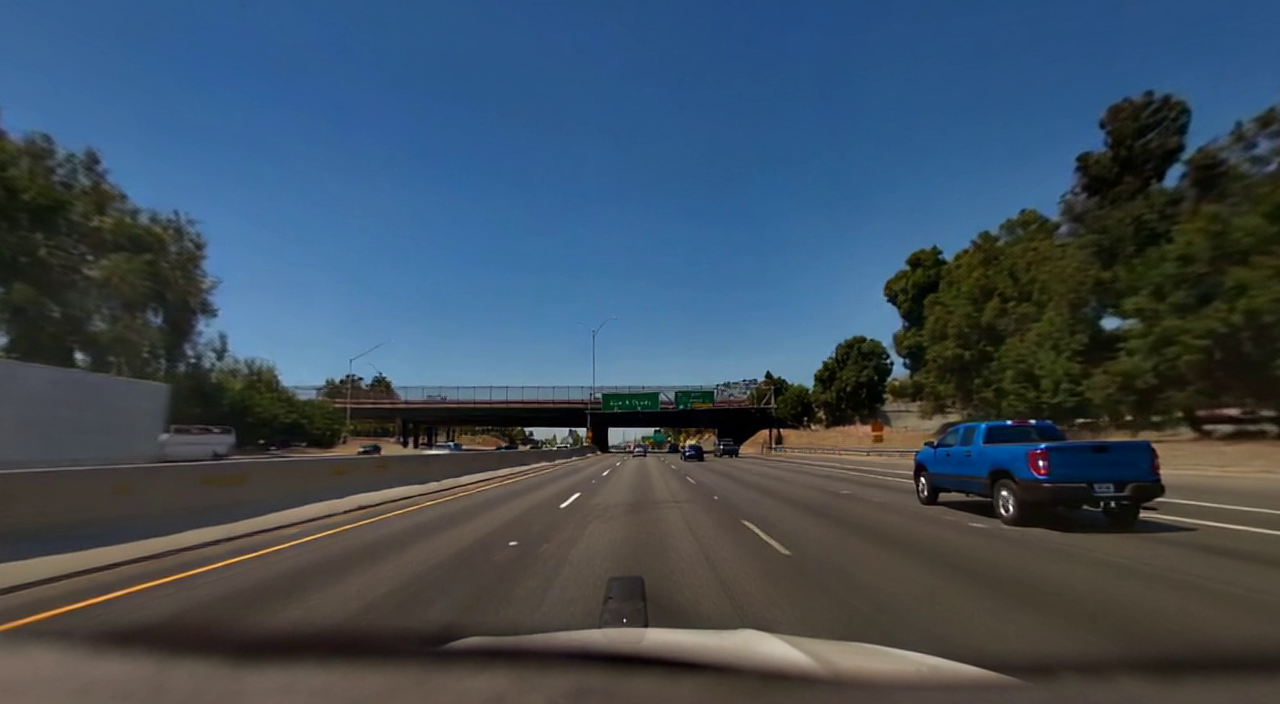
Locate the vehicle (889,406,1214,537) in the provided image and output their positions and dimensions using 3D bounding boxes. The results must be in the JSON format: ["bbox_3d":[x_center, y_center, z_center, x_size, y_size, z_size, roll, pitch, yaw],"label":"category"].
[{"bbox_3d":[7.047,2.127,12.008,2.182,1.852,5.926,0,-8,0],"label":"vehicle"}]

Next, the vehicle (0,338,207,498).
[{"bbox_3d":[-18.066,1.763,16.685,3.056,4.112,14.213,0,-8,0],"label":"vehicle"}]
